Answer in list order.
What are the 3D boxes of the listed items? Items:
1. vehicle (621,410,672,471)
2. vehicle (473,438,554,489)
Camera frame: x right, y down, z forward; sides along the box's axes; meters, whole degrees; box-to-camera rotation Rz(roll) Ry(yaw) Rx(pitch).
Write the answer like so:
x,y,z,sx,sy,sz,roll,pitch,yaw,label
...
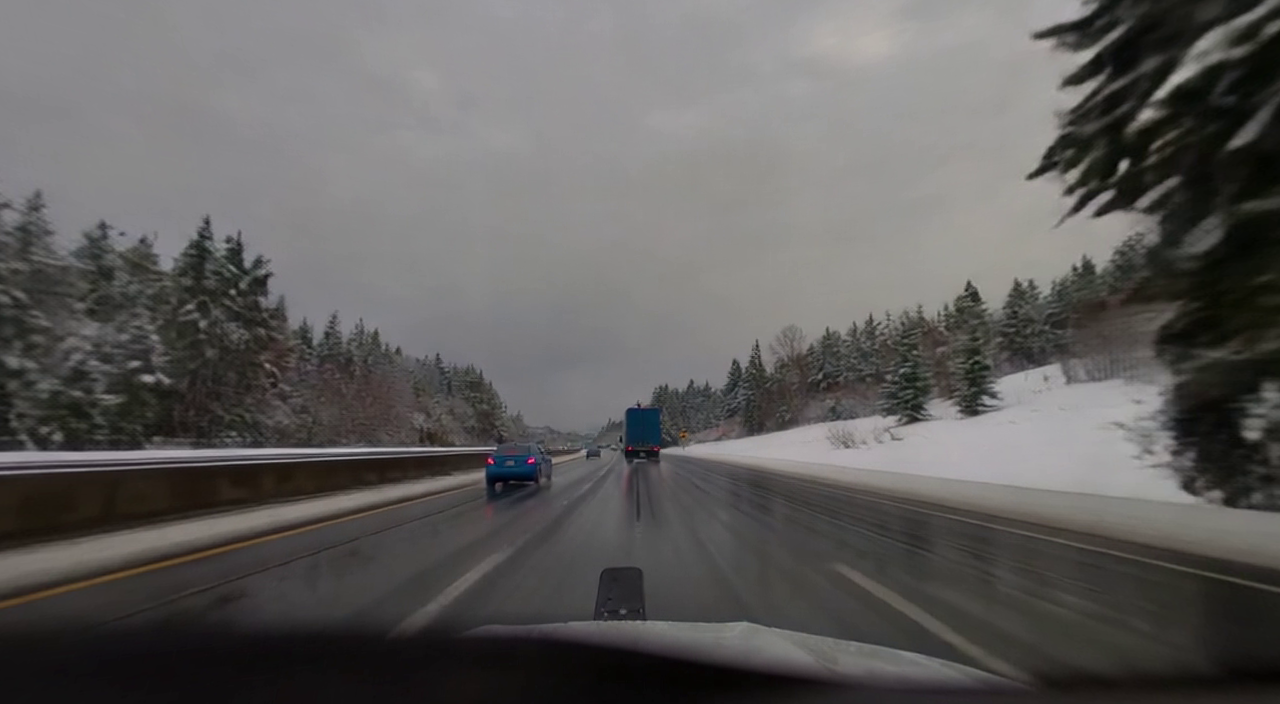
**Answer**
x,y,z,sx,sy,sz,roll,pitch,yaw,label
0.240,5.985,42.072,2.893,3.628,9.081,0,-9,-3,vehicle
-4.266,3.833,21.923,1.977,1.602,3.944,0,-9,0,vehicle
